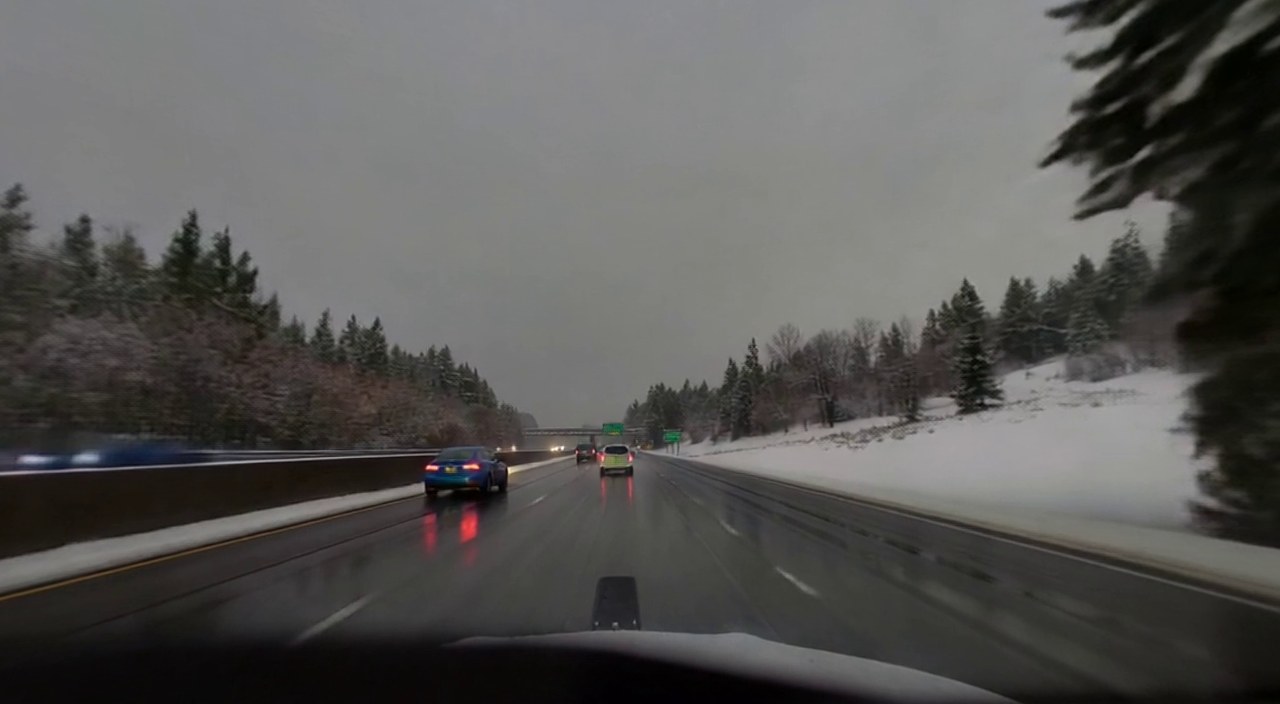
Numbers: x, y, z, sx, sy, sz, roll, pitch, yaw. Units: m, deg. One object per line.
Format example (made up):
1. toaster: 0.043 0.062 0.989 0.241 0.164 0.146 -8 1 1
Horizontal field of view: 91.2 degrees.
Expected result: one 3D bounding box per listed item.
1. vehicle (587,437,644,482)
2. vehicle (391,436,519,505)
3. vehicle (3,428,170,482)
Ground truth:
1. vehicle: -1.005 4.470 26.333 2.220 1.711 4.056 0 -9 -2
2. vehicle: -4.843 3.178 17.238 2.103 1.588 4.709 -1 -9 0
3. vehicle: -17.804 3.337 20.456 1.851 1.567 3.967 0 -9 -1
